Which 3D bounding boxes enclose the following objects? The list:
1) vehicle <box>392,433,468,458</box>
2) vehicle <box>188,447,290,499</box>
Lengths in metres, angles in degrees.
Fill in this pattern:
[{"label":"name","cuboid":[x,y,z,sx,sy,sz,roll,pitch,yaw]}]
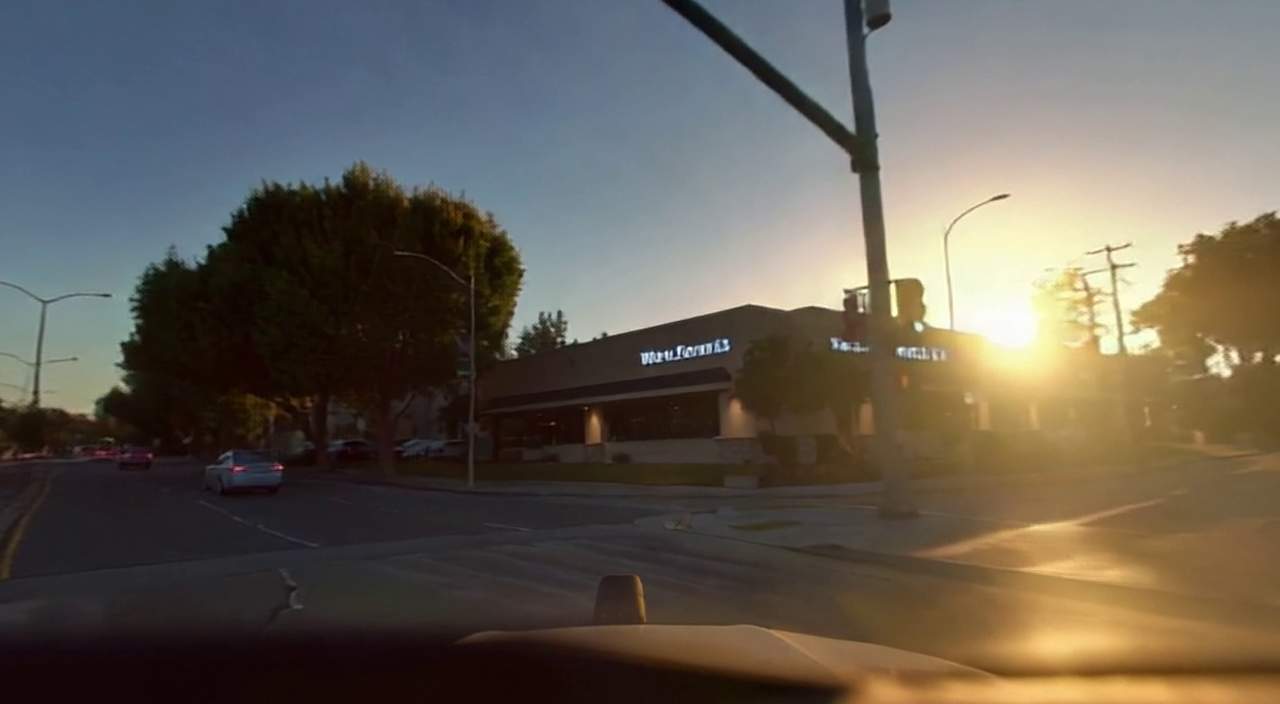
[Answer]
[{"label":"vehicle","cuboid":[-15.659,7.005,47.233,2.189,1.737,4.851,-8,-12,44]},{"label":"vehicle","cuboid":[-14.622,4.307,22.947,2.197,1.642,4.312,8,-11,-43]}]
